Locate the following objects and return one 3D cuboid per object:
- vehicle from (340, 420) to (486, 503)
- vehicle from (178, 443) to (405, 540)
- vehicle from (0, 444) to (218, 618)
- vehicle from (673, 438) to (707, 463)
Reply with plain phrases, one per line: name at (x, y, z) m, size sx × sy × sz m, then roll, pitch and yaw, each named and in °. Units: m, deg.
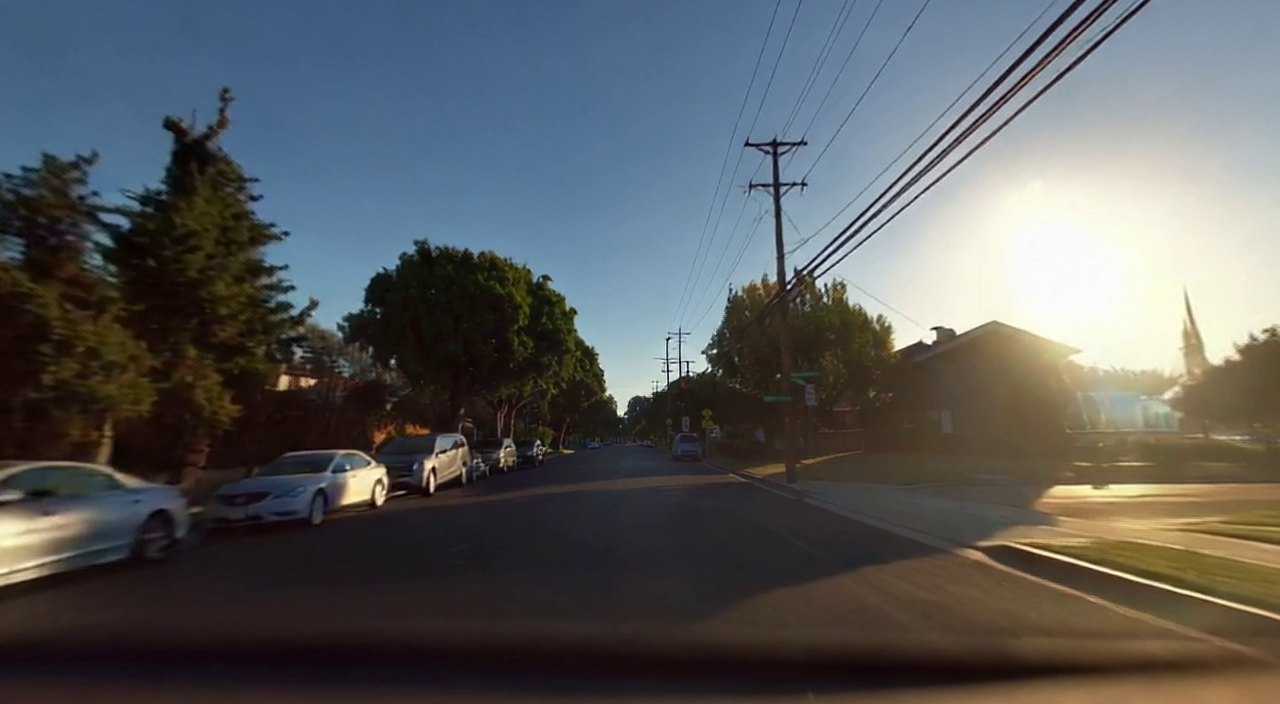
vehicle at (-6.328, 3.132, 18.500) m, size 2.222 × 2.022 × 5.547 m, roll 0°, pitch -8°, yaw 0°
vehicle at (-6.227, 2.480, 12.012) m, size 1.890 × 1.453 × 4.430 m, roll 0°, pitch -8°, yaw -2°
vehicle at (-6.327, 1.570, 5.719) m, size 1.816 × 1.460 × 4.542 m, roll 0°, pitch -8°, yaw 0°
vehicle at (3.647, 7.258, 46.505) m, size 2.138 × 1.766 × 5.129 m, roll 0°, pitch -8°, yaw 0°
